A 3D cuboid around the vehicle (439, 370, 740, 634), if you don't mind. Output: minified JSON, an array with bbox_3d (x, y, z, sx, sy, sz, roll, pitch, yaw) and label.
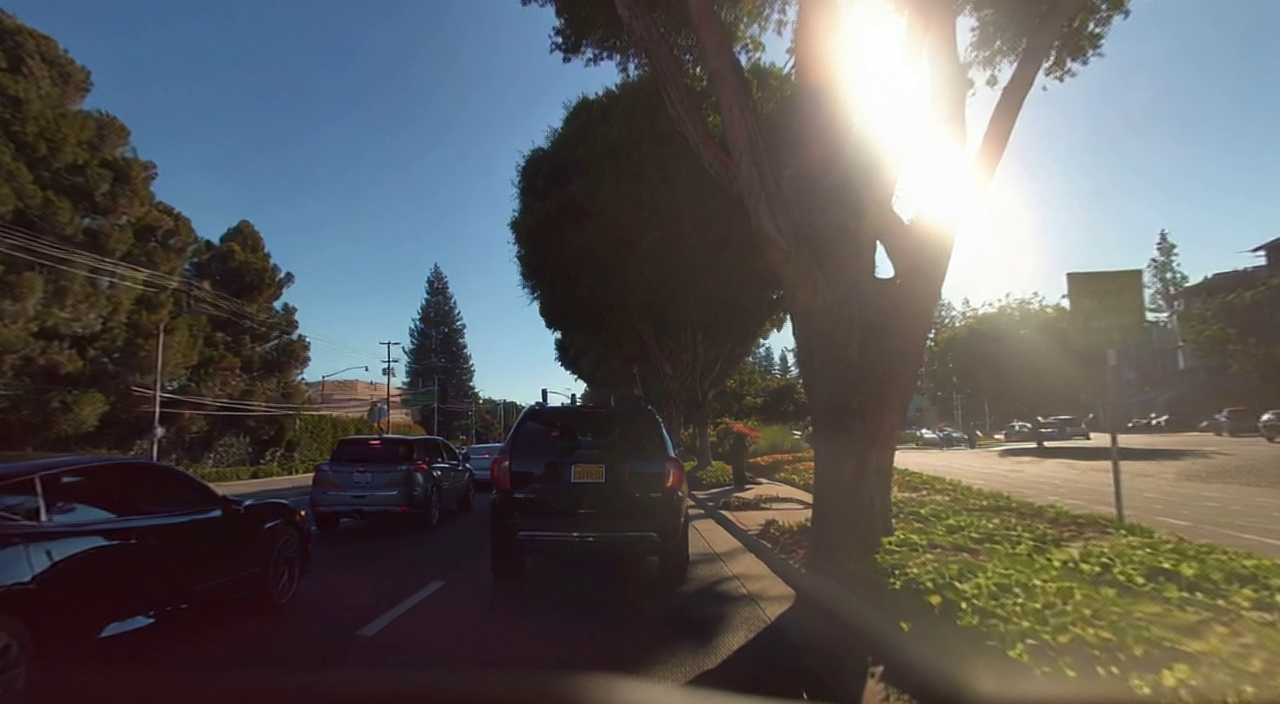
[{"bbox_3d":[-0.307,1.289,6.274,2.012,1.769,3.897,0,-8,1],"label":"vehicle"}]

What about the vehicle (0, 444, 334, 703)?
[{"bbox_3d":[-3.759,1.175,3.491,1.865,1.314,4.461,0,-8,1],"label":"vehicle"}]

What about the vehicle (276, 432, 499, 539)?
[{"bbox_3d":[-4.052,2.207,11.151,2.087,1.485,4.452,0,-8,0],"label":"vehicle"}]
